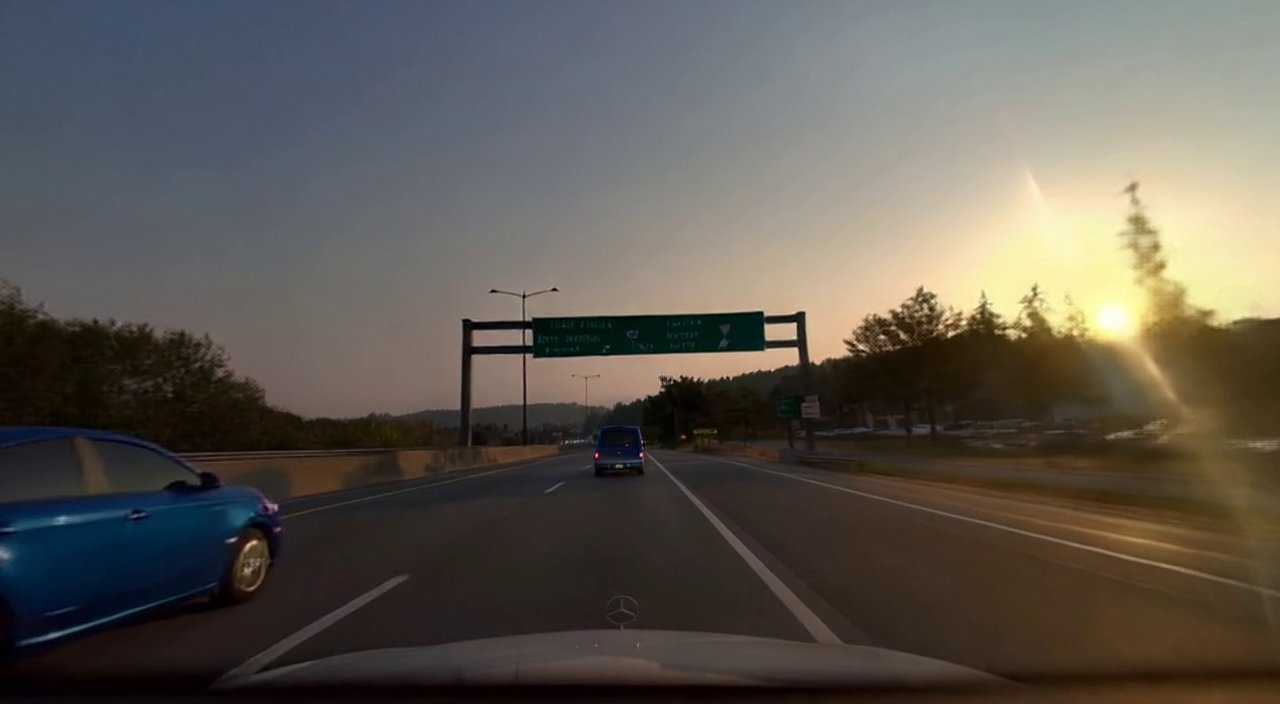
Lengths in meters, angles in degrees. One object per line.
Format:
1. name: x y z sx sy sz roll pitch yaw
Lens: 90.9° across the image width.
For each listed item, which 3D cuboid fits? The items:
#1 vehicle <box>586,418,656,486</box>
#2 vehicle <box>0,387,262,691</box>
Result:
1. vehicle: -0.645 3.574 22.757 2.248 2.154 4.892 0 -8 -1
2. vehicle: -4.638 1.055 3.659 2.198 1.666 4.311 0 -8 0
